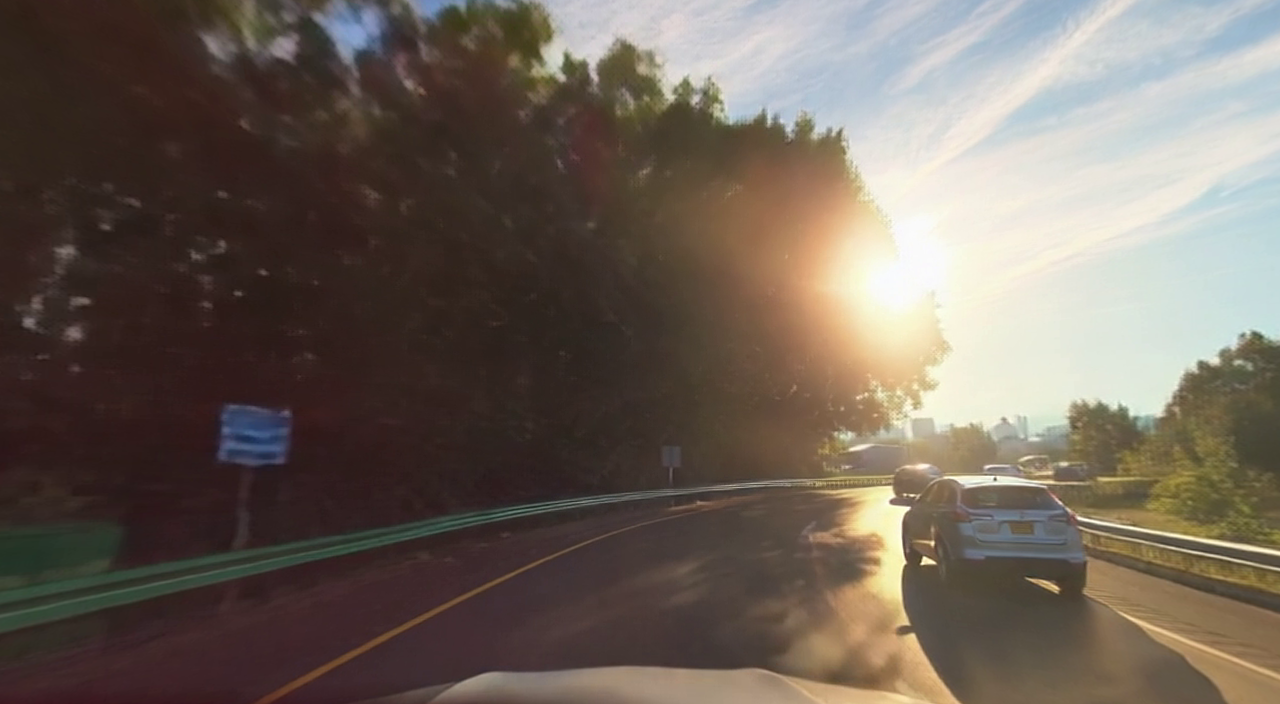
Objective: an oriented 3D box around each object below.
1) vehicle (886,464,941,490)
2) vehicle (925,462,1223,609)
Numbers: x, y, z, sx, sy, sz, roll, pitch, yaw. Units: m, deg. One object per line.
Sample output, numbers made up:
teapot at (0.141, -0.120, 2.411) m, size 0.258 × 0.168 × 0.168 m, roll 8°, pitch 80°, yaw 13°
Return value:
vehicle at (16.939, 7.710, 38.902) m, size 1.992 × 1.503 × 3.793 m, roll -8°, pitch -14°, yaw 40°
vehicle at (5.903, 2.483, 9.354) m, size 2.023 × 1.593 × 4.105 m, roll -1°, pitch -11°, yaw 10°
